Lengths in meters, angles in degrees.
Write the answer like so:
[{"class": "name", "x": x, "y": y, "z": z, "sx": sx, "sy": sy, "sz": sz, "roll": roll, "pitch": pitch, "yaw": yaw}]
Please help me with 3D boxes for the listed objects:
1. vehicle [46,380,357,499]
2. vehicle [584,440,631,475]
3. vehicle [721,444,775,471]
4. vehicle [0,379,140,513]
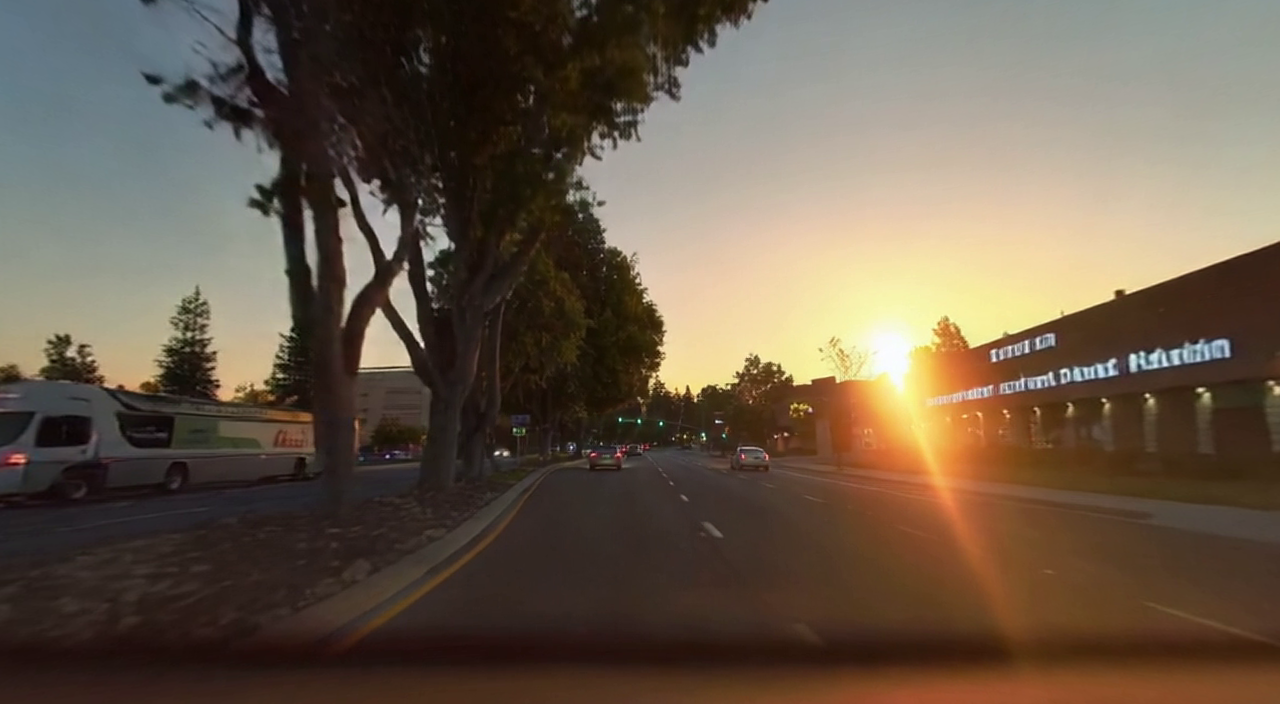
[{"class": "vehicle", "x": -19.285, "y": 4.331, "z": 30.809, "sx": 3.133, "sy": 4.167, "sz": 16.699, "roll": 0, "pitch": -8, "yaw": 1}, {"class": "vehicle", "x": -1.589, "y": 5.029, "z": 30.339, "sx": 2.072, "sy": 1.545, "sz": 4.578, "roll": 0, "pitch": -8, "yaw": -4}, {"class": "vehicle", "x": 6.211, "y": 6.114, "z": 36.817, "sx": 2.075, "sy": 1.475, "sz": 4.571, "roll": 0, "pitch": -8, "yaw": -3}, {"class": "vehicle", "x": -19.436, "y": 2.957, "z": 20.168, "sx": 2.986, "sy": 3.786, "sz": 4.453, "roll": 0, "pitch": -8, "yaw": 1}]
